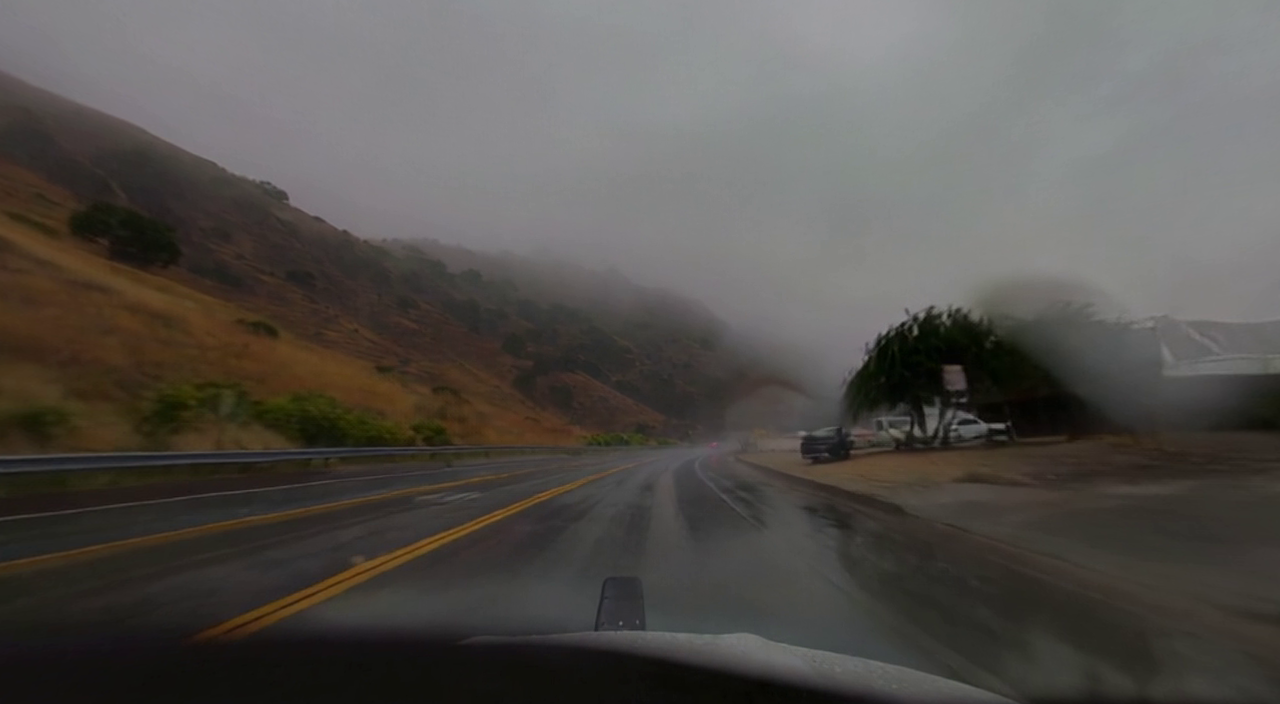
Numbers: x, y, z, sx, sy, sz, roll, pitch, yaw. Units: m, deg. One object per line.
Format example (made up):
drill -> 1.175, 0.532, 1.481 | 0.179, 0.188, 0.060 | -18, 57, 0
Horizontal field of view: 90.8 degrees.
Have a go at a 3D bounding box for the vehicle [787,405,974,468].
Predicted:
vehicle -> 9.042, 3.353, 24.480 | 2.216, 1.887, 6.388 | 2, -11, -37

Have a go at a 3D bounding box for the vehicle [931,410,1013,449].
vehicle -> 20.049, 4.782, 38.382 | 2.164, 1.875, 4.545 | -4, -10, -4
